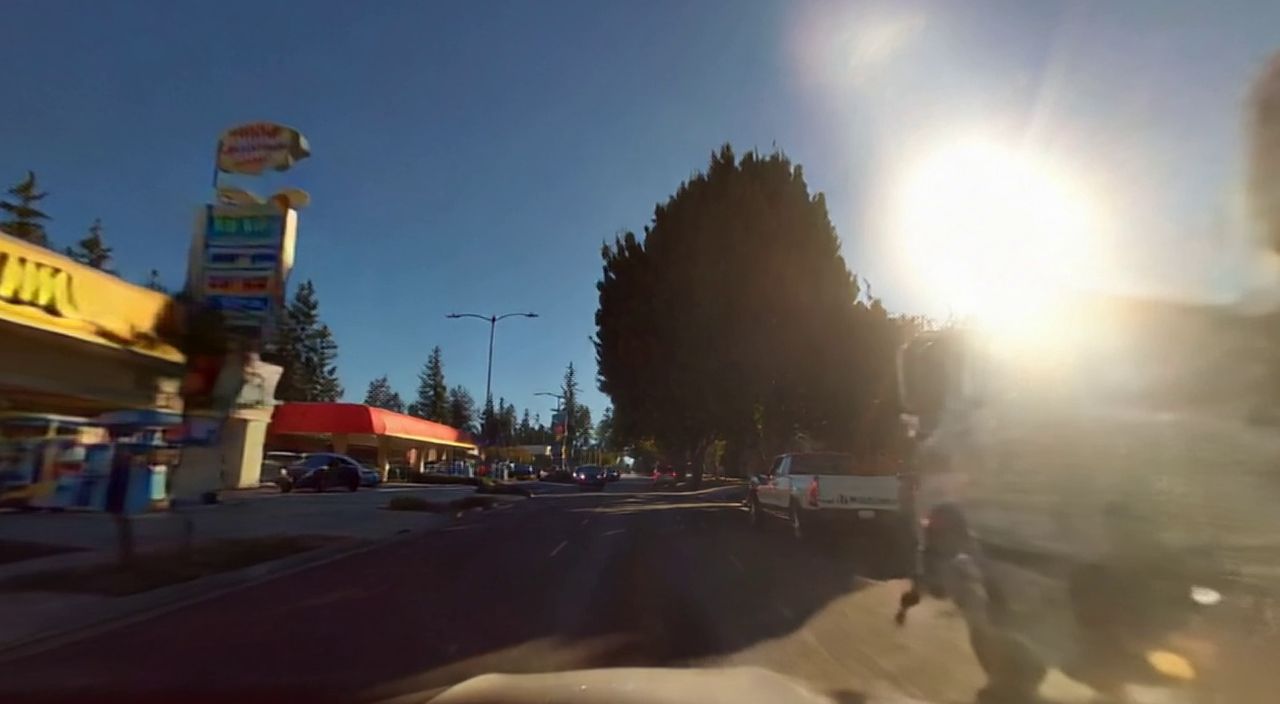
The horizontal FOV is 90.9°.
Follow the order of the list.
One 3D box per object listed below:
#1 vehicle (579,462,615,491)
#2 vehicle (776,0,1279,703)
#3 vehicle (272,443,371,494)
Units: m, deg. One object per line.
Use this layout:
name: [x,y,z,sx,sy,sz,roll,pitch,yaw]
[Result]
vehicle: [-2.950,8.690,44.120,2.165,1.889,4.825,1,-11,0]
vehicle: [3.252,0.463,5.125,3.018,3.962,5.984,0,-11,1]
vehicle: [-13.209,4.810,26.468,2.062,1.889,4.115,2,-8,-3]
